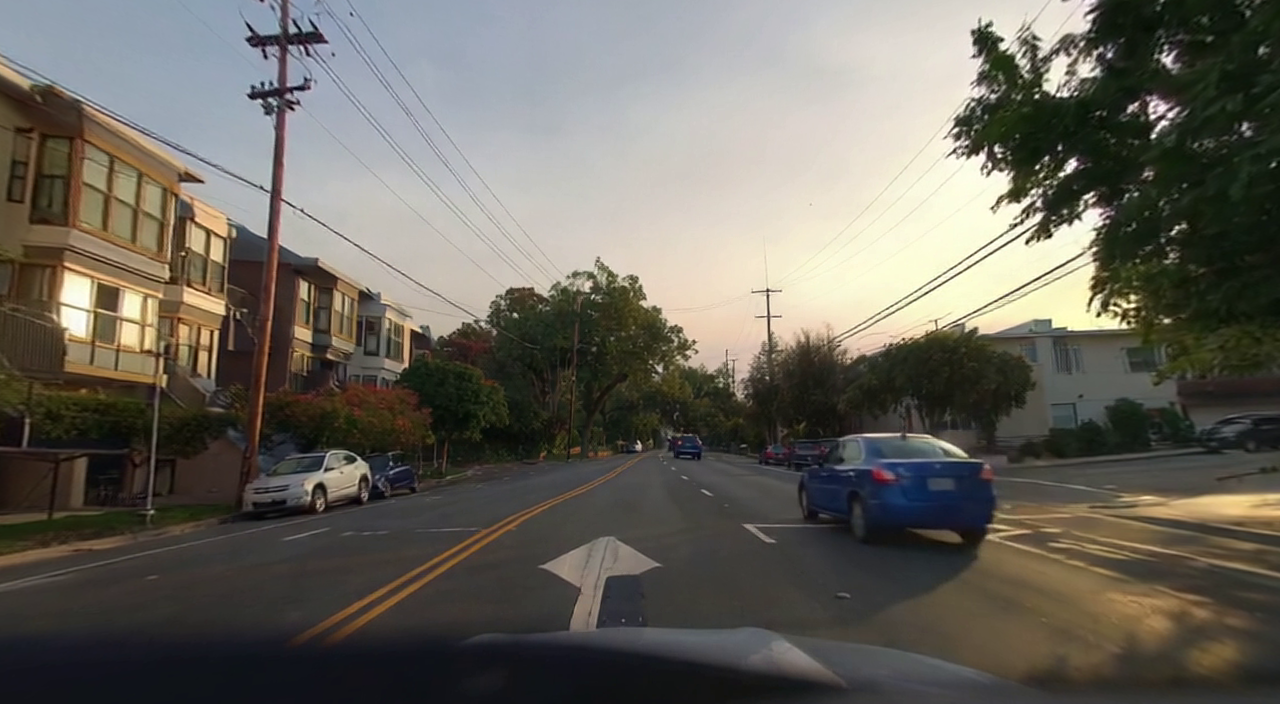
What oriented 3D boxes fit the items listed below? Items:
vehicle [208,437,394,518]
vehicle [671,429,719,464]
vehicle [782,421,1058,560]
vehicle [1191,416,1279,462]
[{"bbox_3d":[-8.681,3.216,16.731,2.381,1.825,4.652,0,-8,-1],"label":"vehicle"},{"bbox_3d":[2.965,5.236,34.896,2.046,1.784,4.687,0,-8,-2],"label":"vehicle"},{"bbox_3d":[3.657,1.883,9.315,2.028,1.552,4.370,0,-8,-1],"label":"vehicle"},{"bbox_3d":[25.244,3.568,25.753,1.944,1.723,4.441,-2,-8,13],"label":"vehicle"}]
